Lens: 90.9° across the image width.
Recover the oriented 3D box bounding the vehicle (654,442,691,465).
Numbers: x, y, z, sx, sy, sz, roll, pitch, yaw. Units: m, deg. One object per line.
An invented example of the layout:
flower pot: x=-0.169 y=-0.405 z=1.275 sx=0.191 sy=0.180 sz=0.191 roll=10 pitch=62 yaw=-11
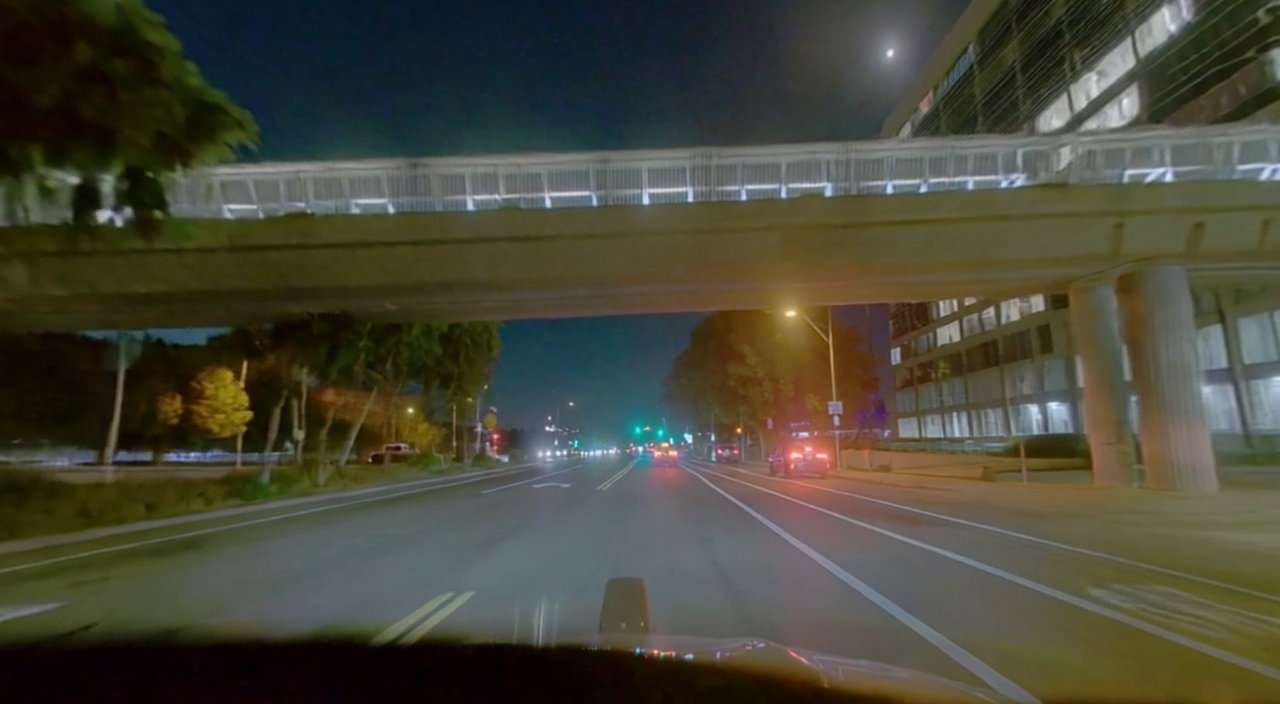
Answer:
vehicle: x=2.111 y=6.757 z=42.003 sx=2.280 sy=1.475 sz=4.051 roll=0 pitch=-9 yaw=0

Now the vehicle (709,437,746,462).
vehicle: x=6.874 y=7.709 z=49.911 sx=2.154 sy=1.915 sz=4.908 roll=0 pitch=-9 yaw=-1

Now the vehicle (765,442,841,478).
vehicle: x=7.043 y=4.690 z=27.720 sx=2.035 sy=1.435 sz=4.481 roll=0 pitch=-9 yaw=-1
